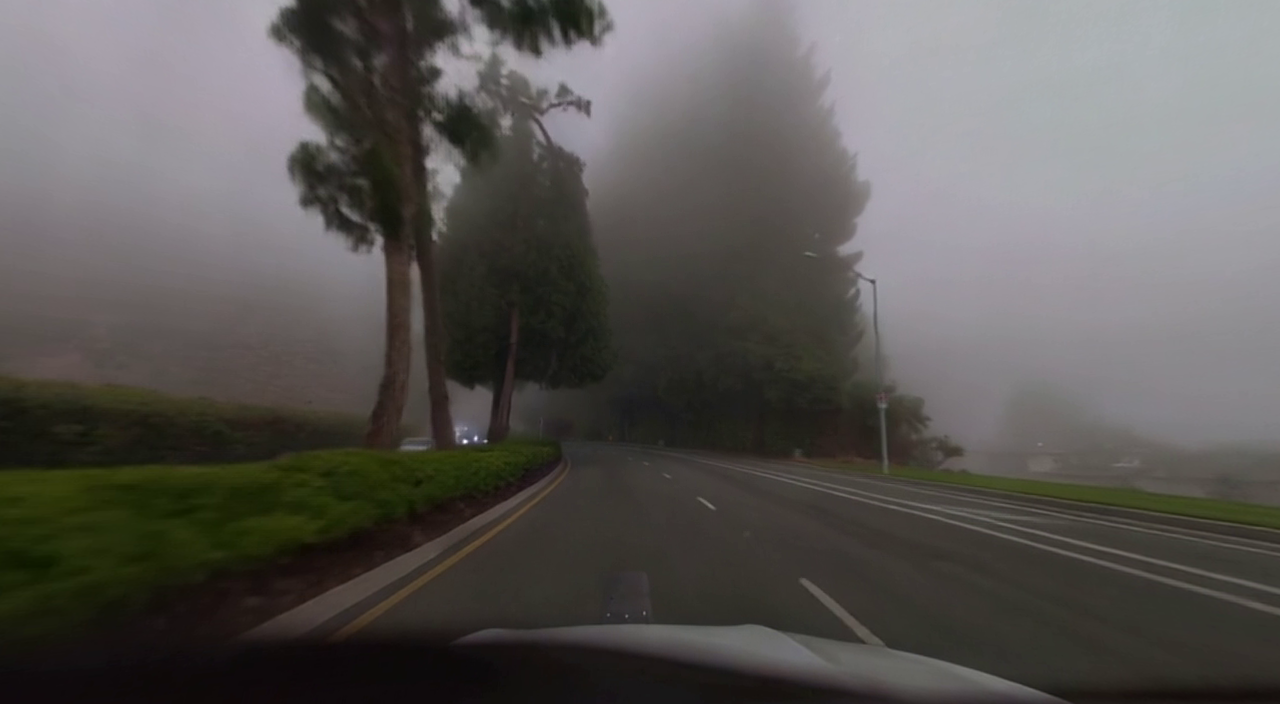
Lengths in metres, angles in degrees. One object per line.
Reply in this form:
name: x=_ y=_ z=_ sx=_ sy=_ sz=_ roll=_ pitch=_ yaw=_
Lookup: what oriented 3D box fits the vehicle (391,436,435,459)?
vehicle: x=-15.810 y=6.668 z=44.162 sx=1.842 sy=1.495 sz=4.375 roll=1 pitch=-8 yaw=-6
